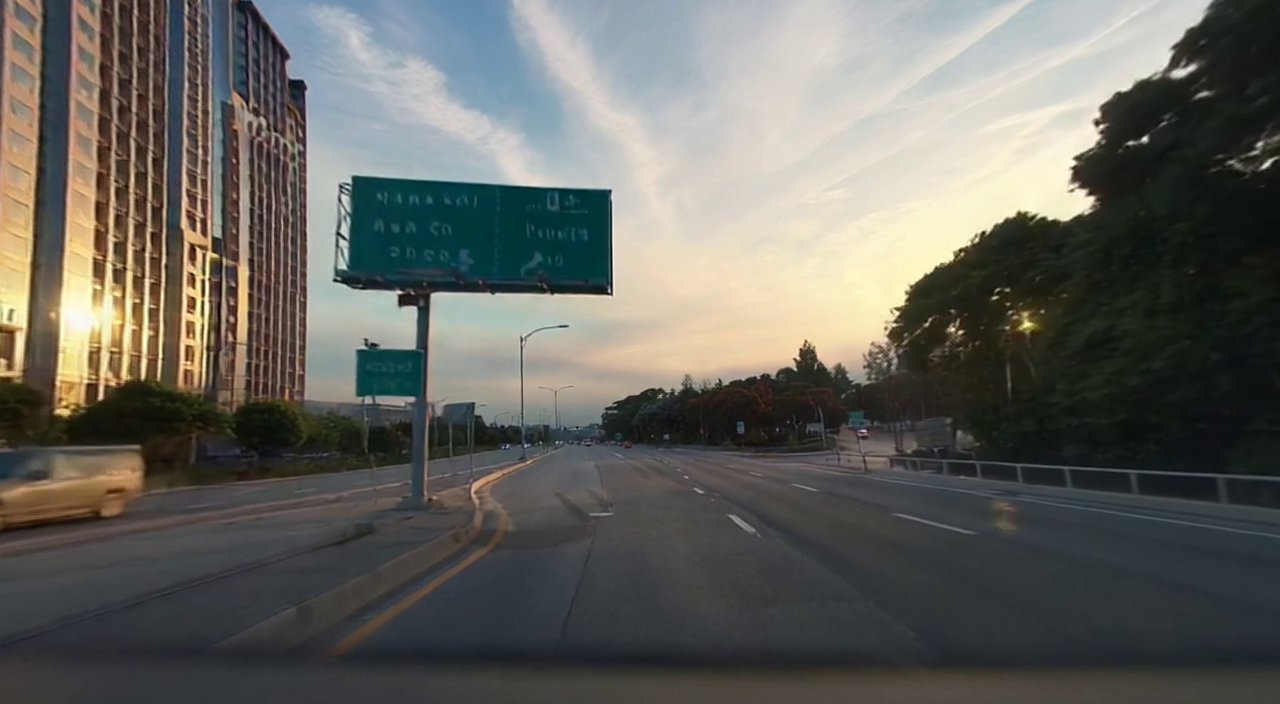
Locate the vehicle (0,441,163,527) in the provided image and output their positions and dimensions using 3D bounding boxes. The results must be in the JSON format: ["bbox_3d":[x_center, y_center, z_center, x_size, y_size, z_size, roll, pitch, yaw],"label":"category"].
[{"bbox_3d":[-14.326,3.036,15.021,2.105,1.774,4.800,0,-9,1],"label":"vehicle"}]
